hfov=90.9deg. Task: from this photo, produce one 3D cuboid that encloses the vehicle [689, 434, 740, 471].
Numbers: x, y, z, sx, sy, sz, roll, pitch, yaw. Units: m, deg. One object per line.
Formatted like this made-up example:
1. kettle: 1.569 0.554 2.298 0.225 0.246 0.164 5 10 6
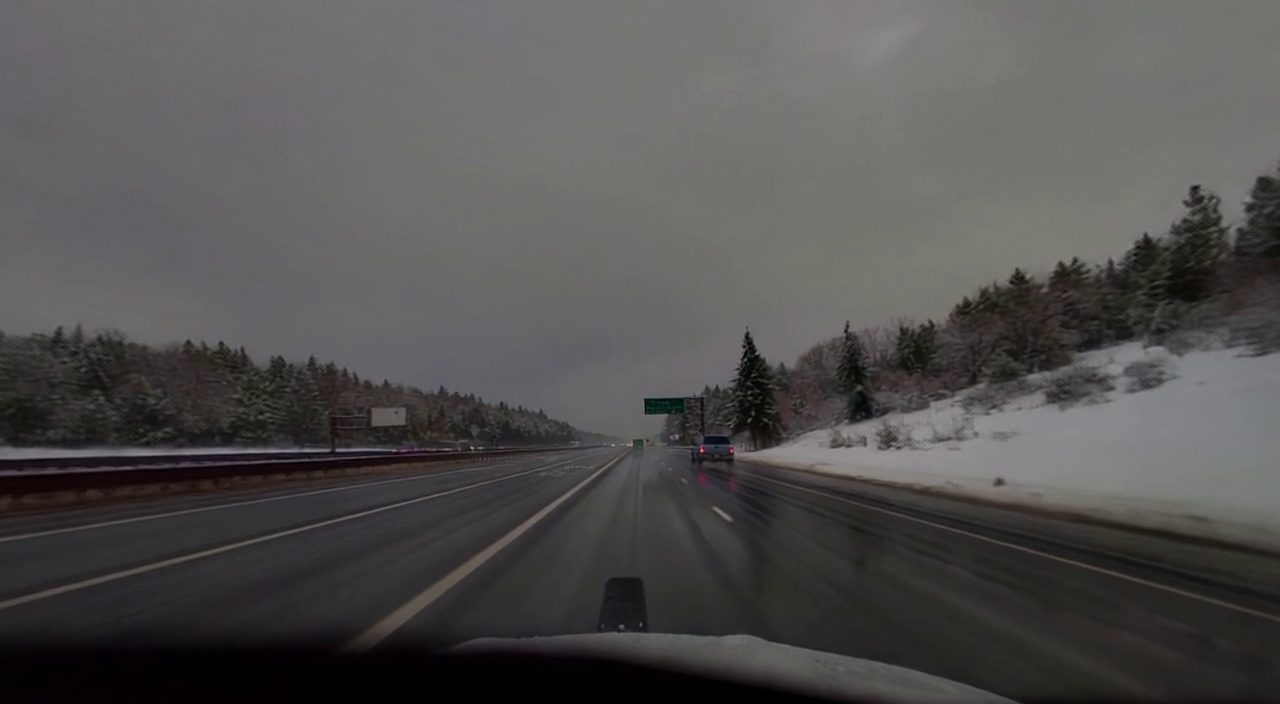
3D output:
1. vehicle: 4.120 5.630 35.644 2.172 1.930 4.879 0 -8 -1
